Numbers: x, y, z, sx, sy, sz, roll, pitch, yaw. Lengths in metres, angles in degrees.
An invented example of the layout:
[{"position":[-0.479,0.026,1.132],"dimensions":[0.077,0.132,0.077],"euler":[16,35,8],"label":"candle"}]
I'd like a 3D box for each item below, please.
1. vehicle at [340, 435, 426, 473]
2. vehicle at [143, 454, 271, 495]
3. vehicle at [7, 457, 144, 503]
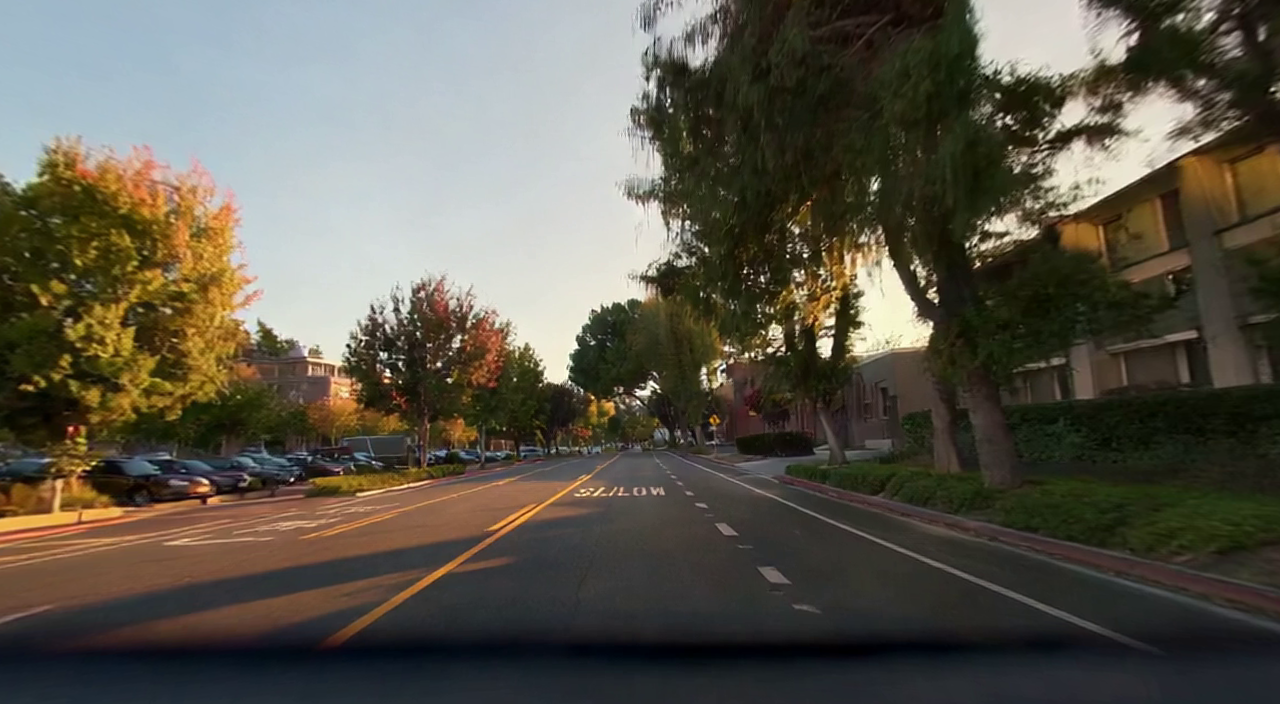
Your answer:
[{"position":[-19.483,7.706,47.867],"dimensions":[5.971,2.749,2.293],"euler":[-4,-9,22],"label":"vehicle"},{"position":[-19.298,5.414,28.205],"dimensions":[4.752,1.690,1.990],"euler":[-3,-9,16],"label":"vehicle"},{"position":[-24.292,5.483,27.468],"dimensions":[1.959,1.697,4.633],"euler":[1,-9,-6],"label":"vehicle"}]
